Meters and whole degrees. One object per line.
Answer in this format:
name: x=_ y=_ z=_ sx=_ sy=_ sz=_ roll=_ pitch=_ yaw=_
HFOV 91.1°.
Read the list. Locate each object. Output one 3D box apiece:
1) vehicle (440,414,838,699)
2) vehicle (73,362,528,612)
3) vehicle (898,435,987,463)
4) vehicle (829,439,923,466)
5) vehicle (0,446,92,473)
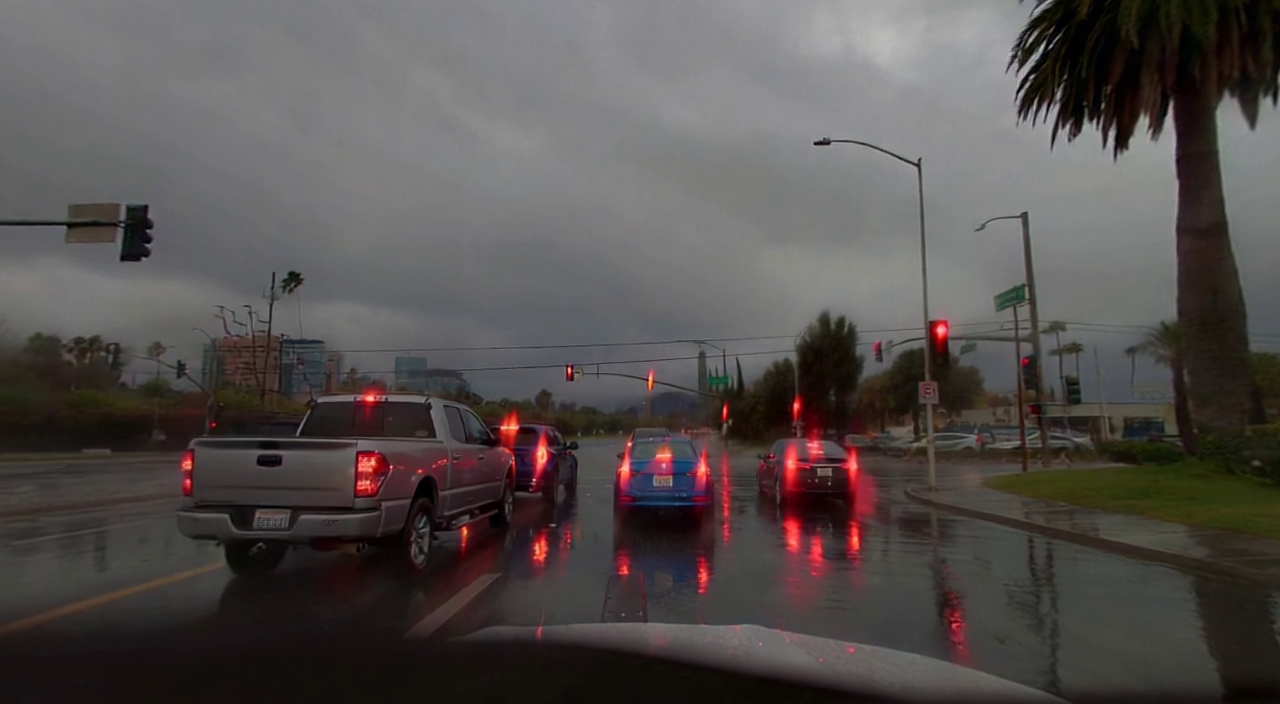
vehicle: x=0.026 y=1.400 z=5.501 sx=2.122 sy=1.501 sz=4.152 roll=0 pitch=-8 yaw=1
vehicle: x=-3.239 y=1.481 z=7.897 sx=2.330 sy=1.969 sz=5.626 roll=-1 pitch=-8 yaw=3
vehicle: x=18.852 y=6.079 z=39.283 sx=4.466 sy=1.717 sz=1.963 roll=0 pitch=-8 yaw=3
vehicle: x=13.628 y=5.836 z=36.586 sx=4.862 sy=1.481 sz=2.275 roll=-2 pitch=-9 yaw=16
vehicle: x=-37.125 y=6.632 z=38.835 sx=4.576 sy=1.617 sz=1.937 roll=0 pitch=-8 yaw=2
